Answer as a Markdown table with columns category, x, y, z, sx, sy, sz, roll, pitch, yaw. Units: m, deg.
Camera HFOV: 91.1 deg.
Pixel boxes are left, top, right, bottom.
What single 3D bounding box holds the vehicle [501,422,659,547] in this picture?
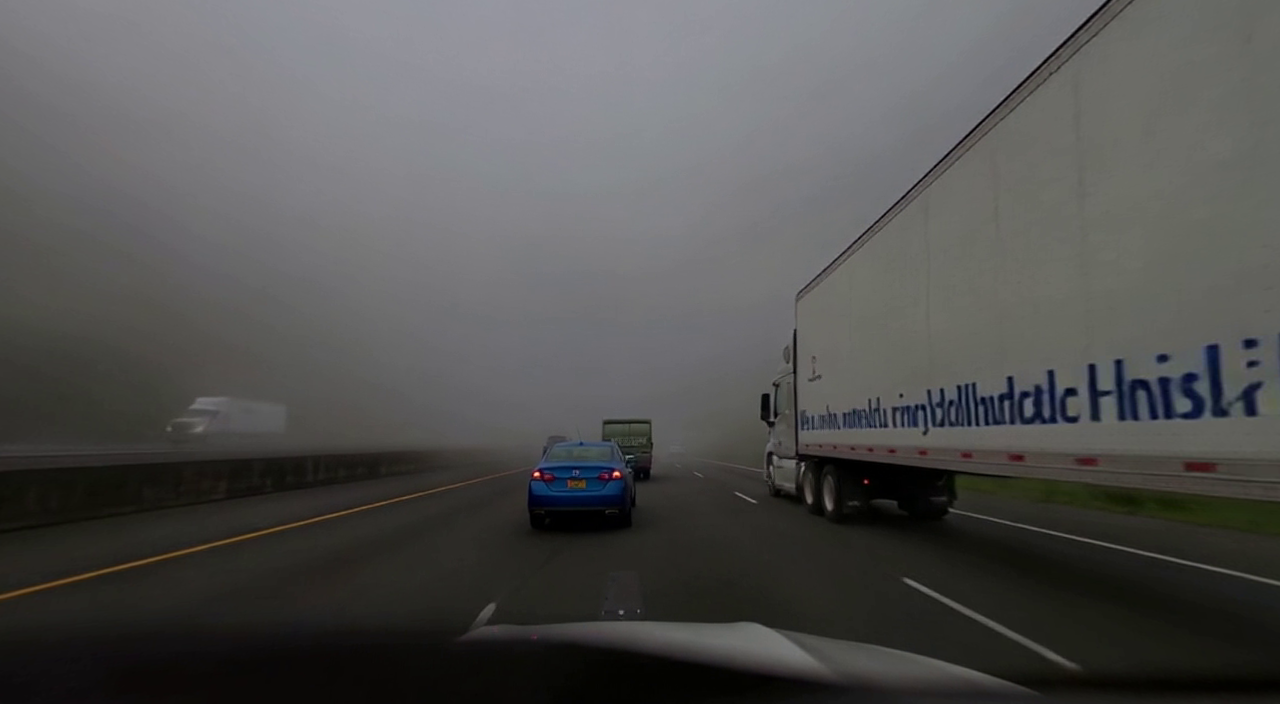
| category | x | y | z | sx | sy | sz | roll | pitch | yaw |
| --- | --- | --- | --- | --- | --- | --- | --- | --- | --- |
| vehicle | -0.749 | 2.003 | 10.024 | 2.038 | 1.582 | 3.729 | 0 | -9 | 1 |

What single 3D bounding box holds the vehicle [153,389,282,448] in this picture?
| category | x | y | z | sx | sy | sz | roll | pitch | yaw |
| --- | --- | --- | --- | --- | --- | --- | --- | --- | --- |
| vehicle | -26.760 | 4.457 | 40.540 | 2.720 | 3.331 | 8.732 | 0 | -9 | -4 |

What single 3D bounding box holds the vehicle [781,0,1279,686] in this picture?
| category | x | y | z | sx | sy | sz | roll | pitch | yaw |
| --- | --- | --- | --- | --- | --- | --- | --- | --- | --- |
| vehicle | 4.898 | 0.489 | 8.063 | 2.825 | 4.043 | 14.051 | 0 | -9 | 0 |
